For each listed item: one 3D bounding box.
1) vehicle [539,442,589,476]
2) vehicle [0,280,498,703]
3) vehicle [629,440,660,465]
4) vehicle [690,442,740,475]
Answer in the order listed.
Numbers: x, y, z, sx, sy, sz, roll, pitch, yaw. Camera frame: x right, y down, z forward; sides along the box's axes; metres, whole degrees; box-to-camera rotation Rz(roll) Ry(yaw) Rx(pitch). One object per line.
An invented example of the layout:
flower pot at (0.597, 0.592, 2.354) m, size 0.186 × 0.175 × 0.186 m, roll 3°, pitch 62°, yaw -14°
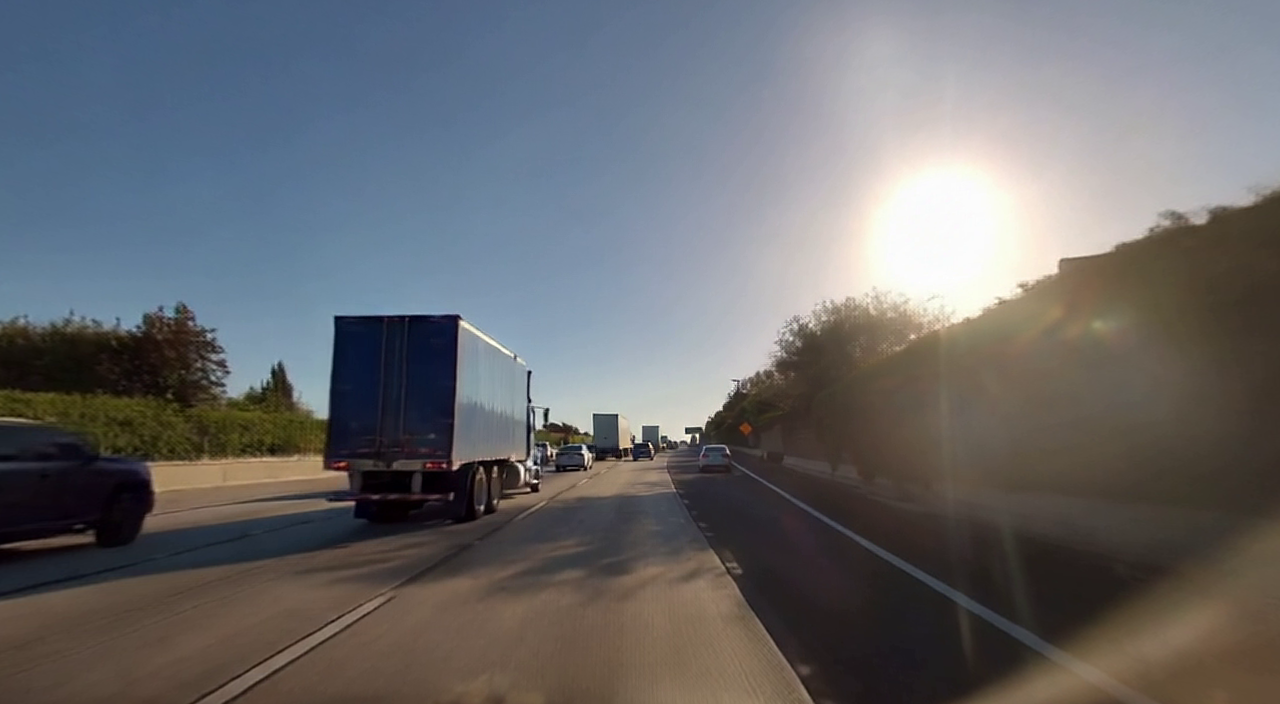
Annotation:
vehicle at (-3.740, 5.375, 31.933) m, size 1.866 × 1.568 × 4.603 m, roll 0°, pitch -8°, yaw 1°
vehicle at (-3.980, 0.843, 3.242) m, size 3.050 × 1.964 × 15.030 m, roll 0°, pitch -9°, yaw 0°
vehicle at (0.322, 7.886, 49.842) m, size 2.325 × 1.864 × 4.128 m, roll 0°, pitch -8°, yaw 0°
vehicle at (3.641, 5.249, 31.333) m, size 2.176 × 1.493 × 3.955 m, roll -1°, pitch -8°, yaw 3°
